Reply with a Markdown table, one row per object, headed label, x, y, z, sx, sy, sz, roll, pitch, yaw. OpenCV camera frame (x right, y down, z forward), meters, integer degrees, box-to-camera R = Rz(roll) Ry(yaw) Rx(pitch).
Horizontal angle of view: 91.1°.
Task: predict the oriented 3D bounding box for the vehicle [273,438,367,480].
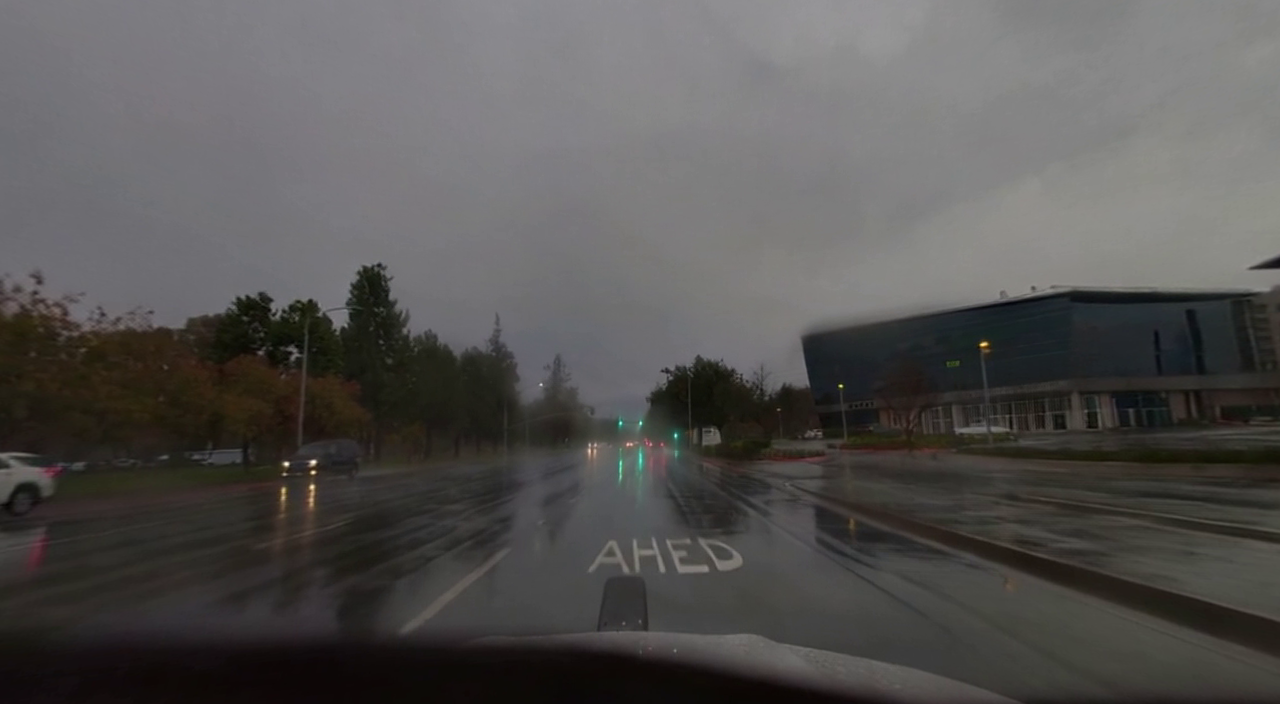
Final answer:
| label | x | y | z | sx | sy | sz | roll | pitch | yaw |
| --- | --- | --- | --- | --- | --- | --- | --- | --- | --- |
| vehicle | -17.367 | 5.802 | 34.480 | 2.331 | 2.109 | 5.400 | 0 | -8 | 0 |

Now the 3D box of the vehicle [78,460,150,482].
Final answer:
| label | x | y | z | sx | sy | sz | roll | pitch | yaw |
| --- | --- | --- | --- | --- | --- | --- | --- | --- | --- |
| vehicle | -41.512 | 9.383 | 49.597 | 4.294 | 1.512 | 1.800 | -4 | -9 | 6 |
